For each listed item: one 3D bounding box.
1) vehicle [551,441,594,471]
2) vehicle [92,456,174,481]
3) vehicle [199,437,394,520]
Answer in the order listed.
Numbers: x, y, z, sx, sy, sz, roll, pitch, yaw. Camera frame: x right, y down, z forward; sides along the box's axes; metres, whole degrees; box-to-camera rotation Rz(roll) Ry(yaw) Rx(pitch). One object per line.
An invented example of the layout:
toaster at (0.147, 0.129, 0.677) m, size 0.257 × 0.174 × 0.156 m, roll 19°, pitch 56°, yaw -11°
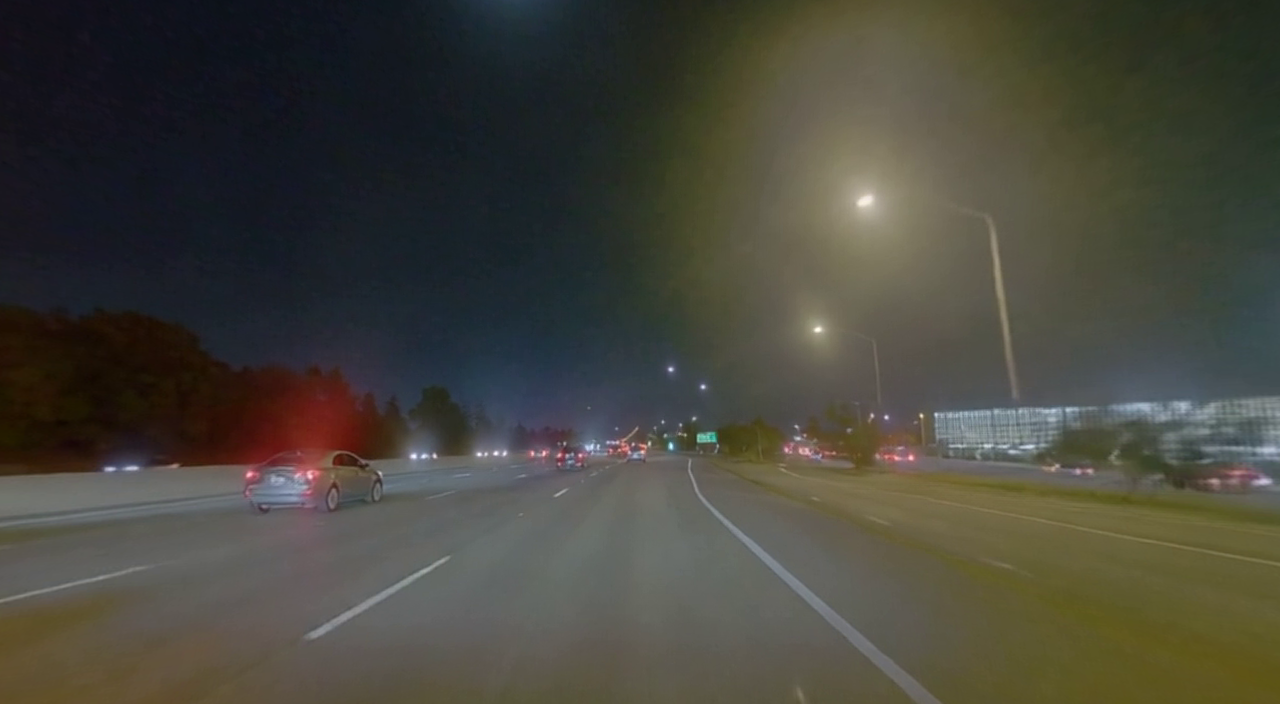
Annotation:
vehicle at (-4.153, 6.424, 39.215) m, size 2.158 × 1.717 × 4.375 m, roll 0°, pitch -8°, yaw 0°
vehicle at (-34.809, 8.000, 43.416) m, size 1.836 × 1.524 × 4.523 m, roll 0°, pitch -8°, yaw 1°
vehicle at (-7.867, 2.899, 15.072) m, size 2.071 × 1.661 × 4.540 m, roll 0°, pitch -8°, yaw 0°
